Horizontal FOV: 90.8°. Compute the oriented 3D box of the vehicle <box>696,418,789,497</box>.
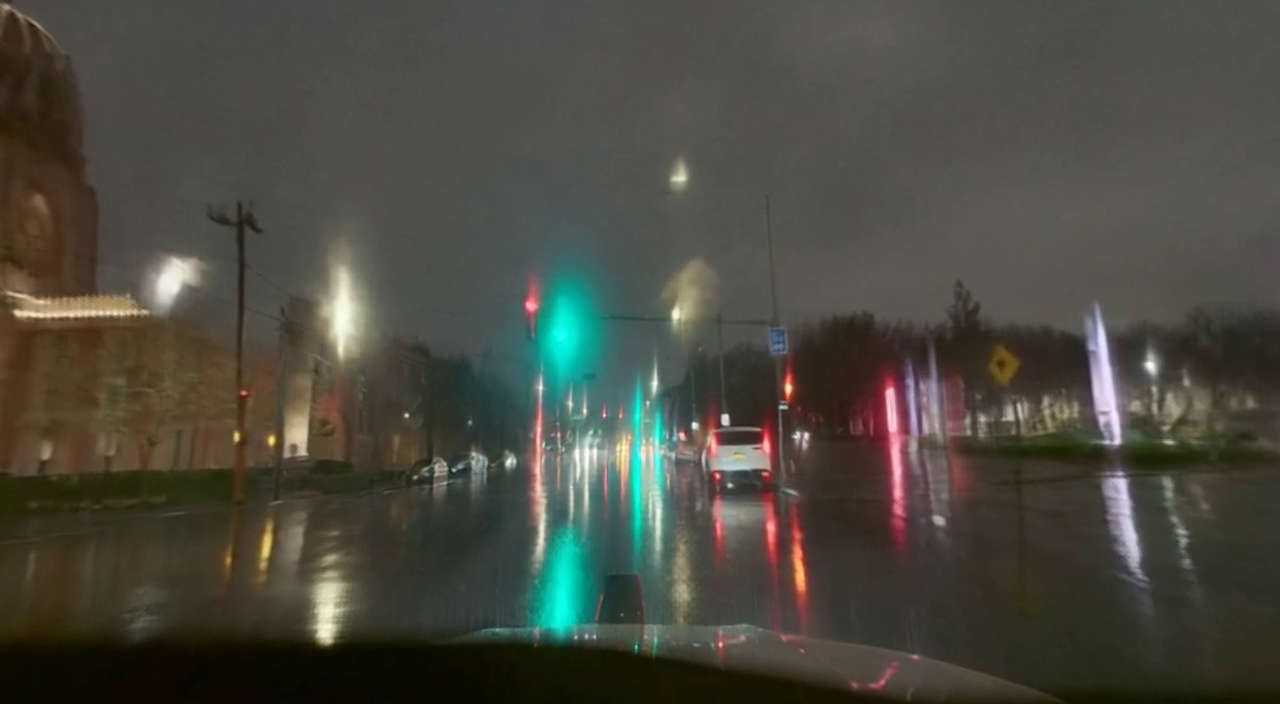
[{"bbox_3d":[2.878,3.116,18.964,2.074,2.041,5.045,0,-8,2],"label":"vehicle"}]

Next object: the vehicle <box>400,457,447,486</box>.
[{"bbox_3d":[-15.440,8.541,45.352,1.978,1.819,4.477,0,-8,-3],"label":"vehicle"}]

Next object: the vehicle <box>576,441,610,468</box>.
[{"bbox_3d":[-3.521,7.831,48.426,2.293,1.936,4.737,0,-8,0],"label":"vehicle"}]
